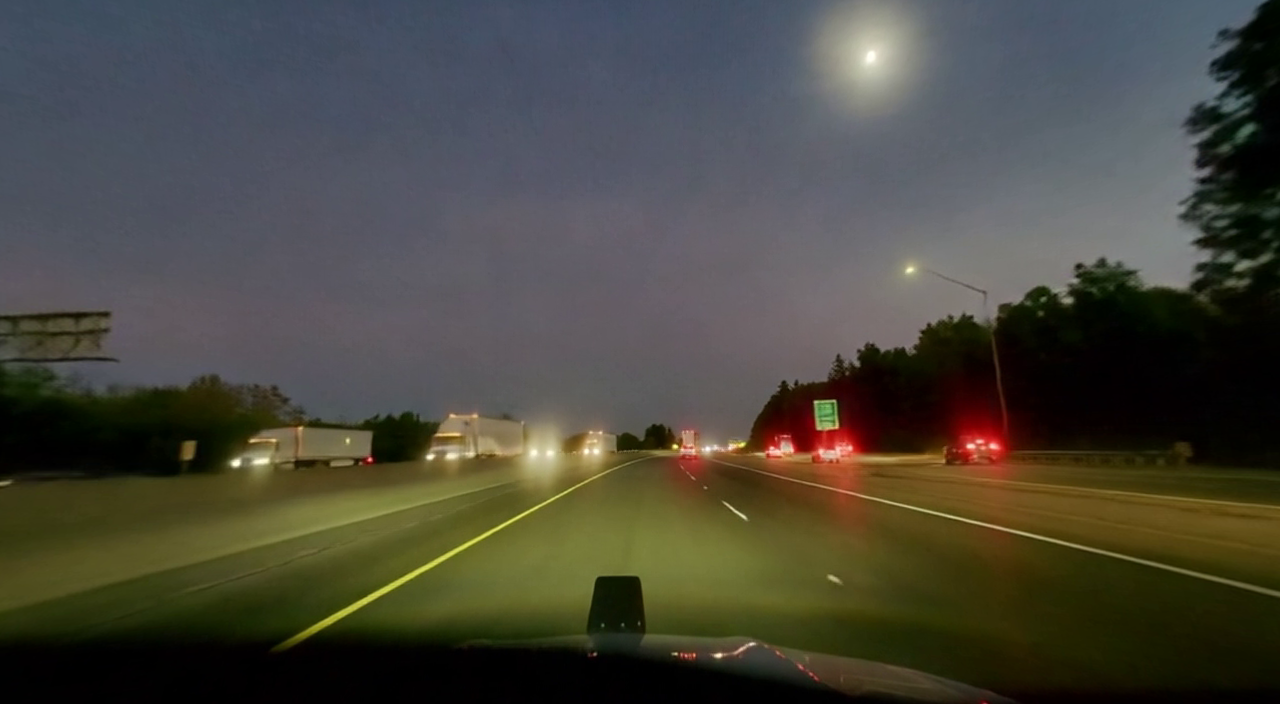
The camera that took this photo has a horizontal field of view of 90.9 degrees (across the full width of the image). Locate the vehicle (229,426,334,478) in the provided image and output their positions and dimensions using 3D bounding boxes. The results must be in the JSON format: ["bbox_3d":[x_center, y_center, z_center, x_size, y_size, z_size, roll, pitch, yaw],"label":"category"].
[{"bbox_3d":[-28.047,7.802,49.887,2.913,3.636,8.816,-2,-8,2],"label":"vehicle"}]

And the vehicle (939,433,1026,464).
[{"bbox_3d":[21.043,5.995,38.969,2.061,1.776,4.476,2,-9,-15],"label":"vehicle"}]

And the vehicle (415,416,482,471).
[{"bbox_3d":[-14.760,7.138,49.063,3.020,3.974,5.799,-1,-9,4],"label":"vehicle"}]
